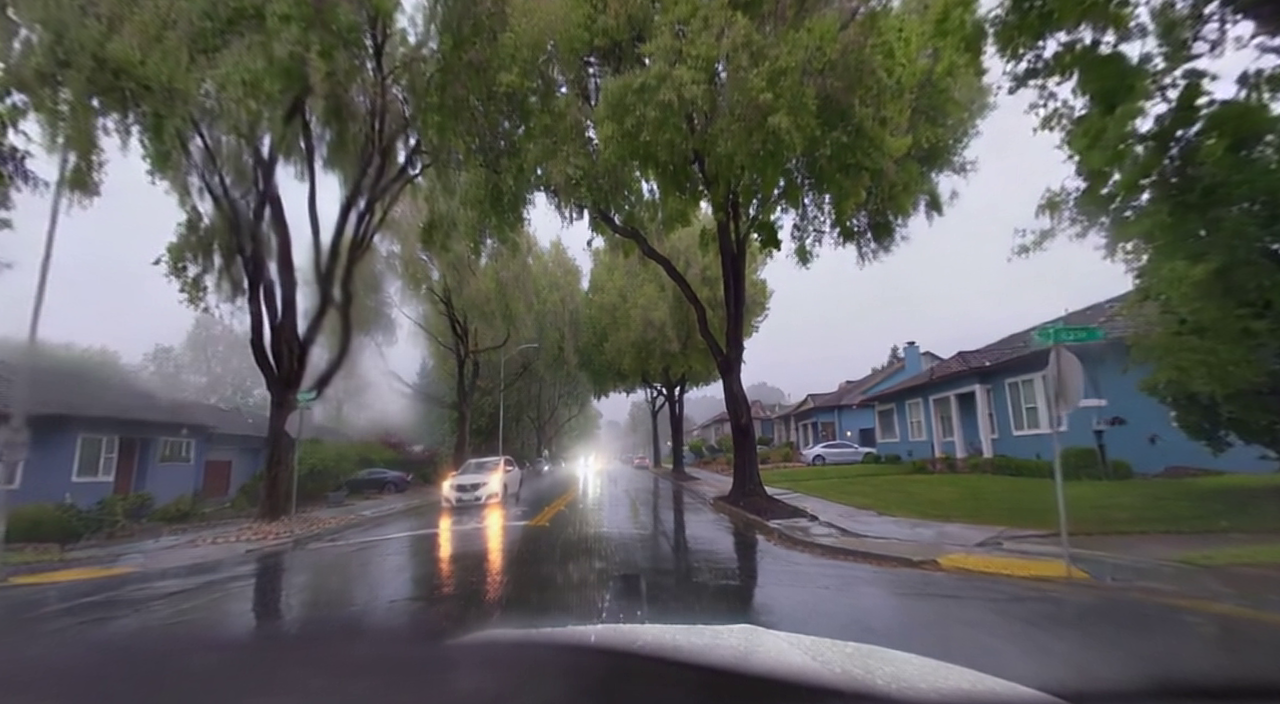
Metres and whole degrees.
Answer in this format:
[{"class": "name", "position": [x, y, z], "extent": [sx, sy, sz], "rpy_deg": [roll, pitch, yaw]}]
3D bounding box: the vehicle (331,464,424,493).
[{"class": "vehicle", "position": [-14.886, 7.164, 35.923], "extent": [4.487, 1.464, 1.889], "rpy_deg": [-1, -9, 9]}]

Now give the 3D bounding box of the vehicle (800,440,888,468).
[{"class": "vehicle", "position": [11.509, 5.780, 35.927], "extent": [4.389, 1.480, 2.038], "rpy_deg": [-2, -6, 8]}]

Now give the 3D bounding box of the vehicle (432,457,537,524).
[{"class": "vehicle", "position": [-4.426, 3.986, 18.728], "extent": [1.973, 1.683, 4.400], "rpy_deg": [0, -9, 0]}]
